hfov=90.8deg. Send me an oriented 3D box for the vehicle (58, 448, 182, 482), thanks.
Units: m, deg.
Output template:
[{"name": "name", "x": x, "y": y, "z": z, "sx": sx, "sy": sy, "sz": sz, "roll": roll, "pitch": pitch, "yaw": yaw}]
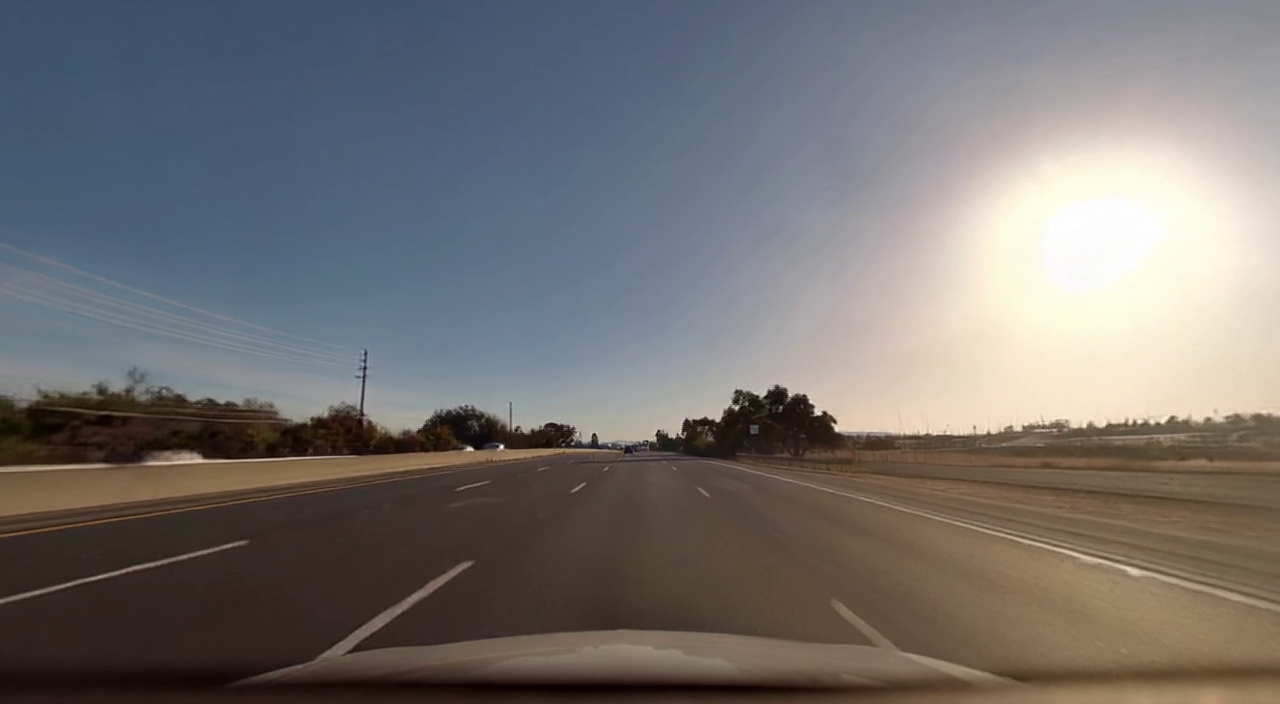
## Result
[{"name": "vehicle", "x": -25.149, "y": 5.473, "z": 30.818, "sx": 1.914, "sy": 1.490, "sz": 4.796, "roll": 0, "pitch": -8, "yaw": 1}]
